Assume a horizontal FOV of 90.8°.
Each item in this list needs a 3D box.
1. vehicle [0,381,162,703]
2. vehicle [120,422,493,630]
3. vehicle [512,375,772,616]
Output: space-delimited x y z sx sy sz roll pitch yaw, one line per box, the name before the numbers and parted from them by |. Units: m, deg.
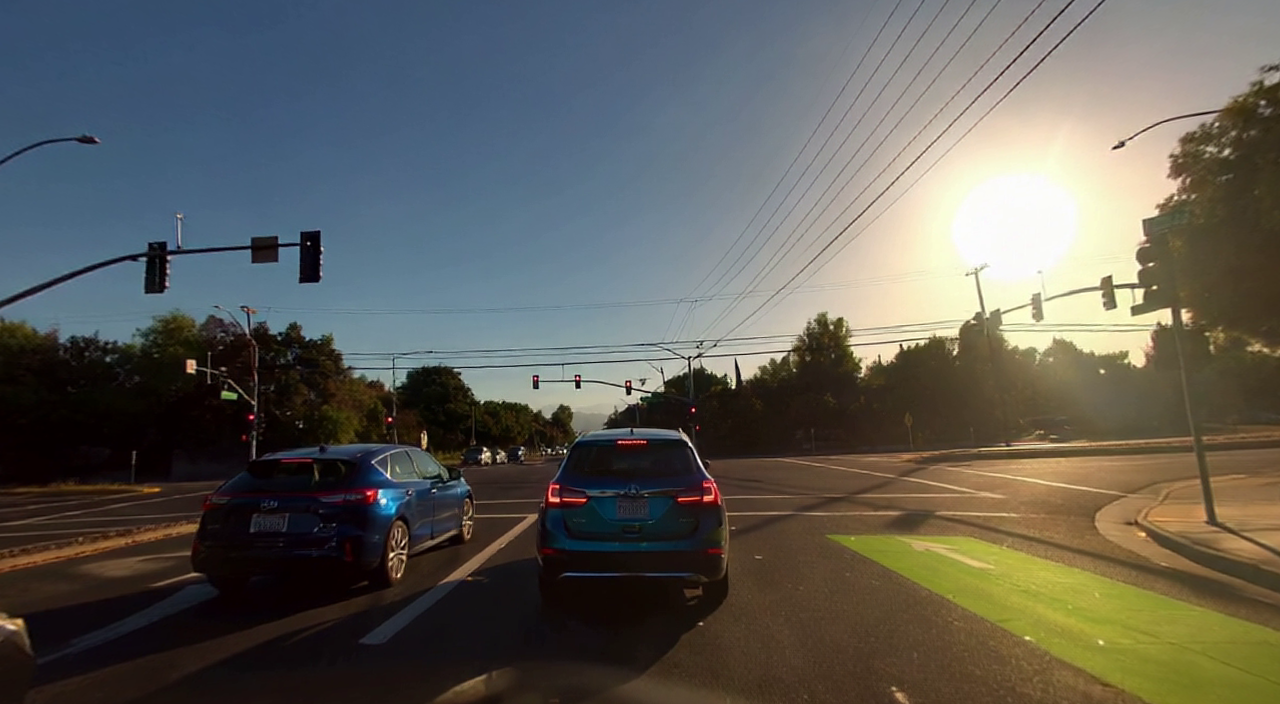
vehicle | -3.475 0.591 0.451 2.138 1.488 5.327 0 -8 0
vehicle | -2.927 1.609 6.657 1.726 1.506 3.840 0 -10 1
vehicle | -0.017 1.564 7.656 2.036 1.885 5.196 0 -10 -1
